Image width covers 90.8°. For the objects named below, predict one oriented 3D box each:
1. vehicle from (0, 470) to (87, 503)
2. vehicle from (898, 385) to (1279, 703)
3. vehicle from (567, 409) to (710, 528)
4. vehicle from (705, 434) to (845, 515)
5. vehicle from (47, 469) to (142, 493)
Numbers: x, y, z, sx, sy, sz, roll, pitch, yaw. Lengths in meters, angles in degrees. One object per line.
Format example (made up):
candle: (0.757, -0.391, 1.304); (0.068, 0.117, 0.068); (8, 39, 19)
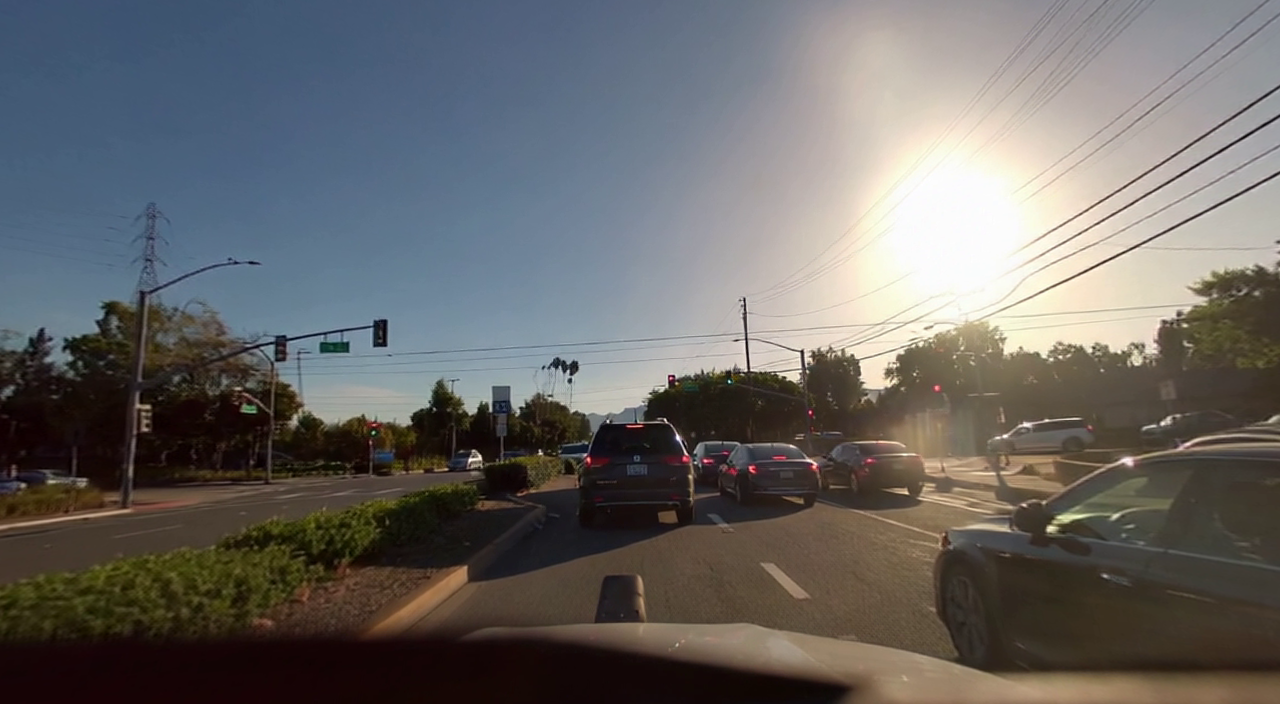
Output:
vehicle: (-33.329, 7.281, 34.339); (4.550, 1.601, 1.766); (1, -9, -7)
vehicle: (2.756, 0.872, 2.047); (2.004, 1.460, 4.297); (0, -9, 0)
vehicle: (-0.052, 2.206, 12.443); (2.236, 1.856, 4.816); (0, -9, -1)
vehicle: (2.739, 2.606, 13.980); (2.025, 1.477, 4.333); (0, -9, -2)
vehicle: (-38.047, 9.018, 44.158); (4.569, 1.505, 1.992); (1, -9, -5)
